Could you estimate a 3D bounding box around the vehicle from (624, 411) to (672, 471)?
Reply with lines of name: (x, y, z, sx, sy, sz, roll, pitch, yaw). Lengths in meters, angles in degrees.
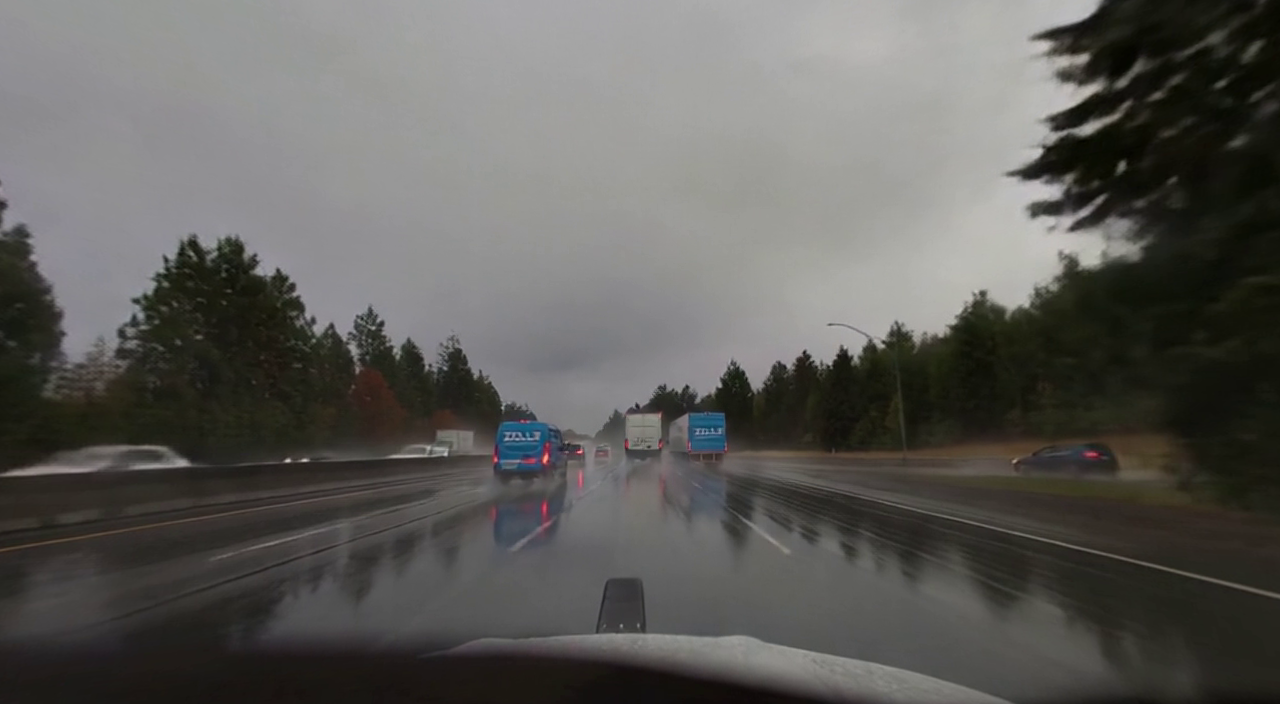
vehicle: (0.474, 6.864, 48.330, 3.201, 4.019, 10.918, 0, -9, -1)

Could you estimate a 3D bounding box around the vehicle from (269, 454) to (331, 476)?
vehicle: (-23.905, 7.913, 44.536, 1.813, 1.448, 4.550, 0, -9, 0)

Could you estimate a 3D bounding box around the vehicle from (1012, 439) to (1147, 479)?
vehicle: (19.968, 4.848, 28.869, 2.108, 1.659, 4.515, 6, -11, -33)

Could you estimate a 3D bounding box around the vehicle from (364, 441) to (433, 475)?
vehicle: (-13.113, 5.794, 34.557, 2.029, 1.703, 4.156, 0, -9, 1)

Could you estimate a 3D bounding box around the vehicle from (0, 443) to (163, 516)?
vehicle: (-13.404, 2.789, 14.205, 1.835, 1.418, 4.358, 0, -9, 1)

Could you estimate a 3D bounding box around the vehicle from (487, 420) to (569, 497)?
vehicle: (-3.529, 3.432, 20.523, 2.033, 2.234, 3.490, 0, -9, -1)
